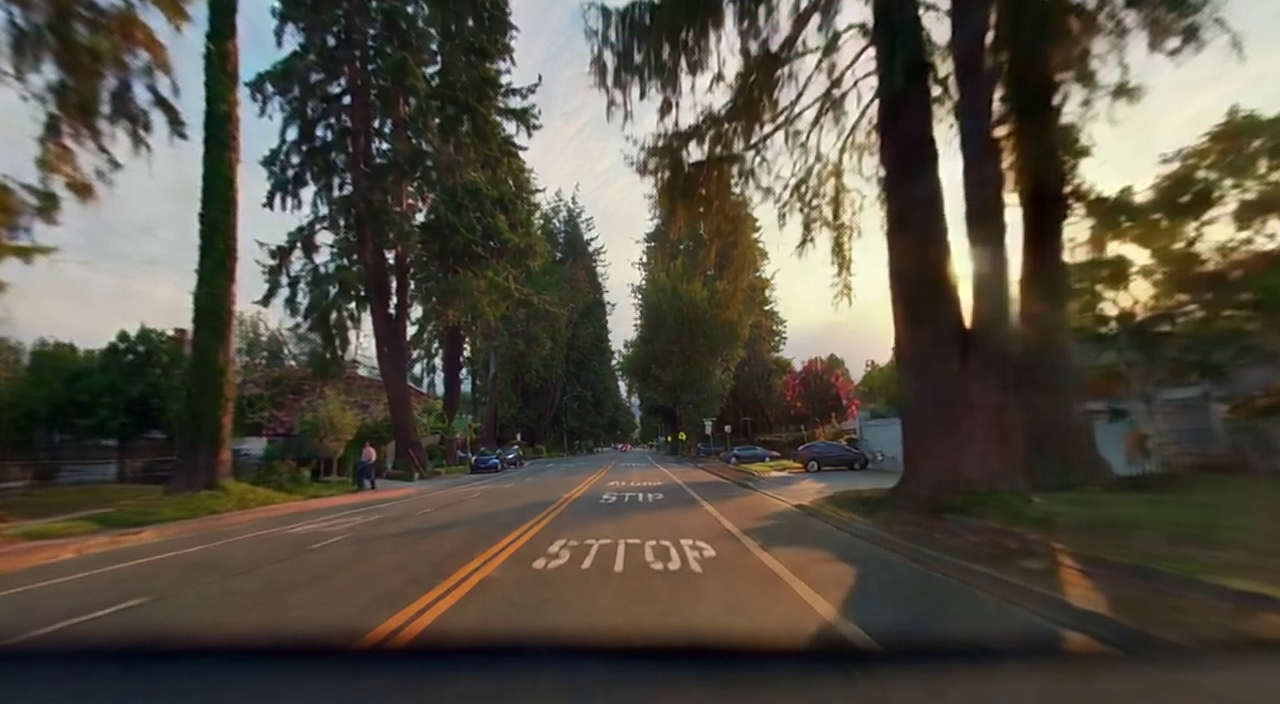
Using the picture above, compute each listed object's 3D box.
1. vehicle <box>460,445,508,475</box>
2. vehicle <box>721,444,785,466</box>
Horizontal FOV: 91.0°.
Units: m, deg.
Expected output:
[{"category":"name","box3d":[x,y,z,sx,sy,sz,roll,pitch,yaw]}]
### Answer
[{"category":"vehicle","box3d":[-9.362,6.519,38.076,1.998,1.684,4.180,1,-9,-3]},{"category":"vehicle","box3d":[8.110,7.438,45.539,4.438,1.466,1.943,-1,-8,8]}]
